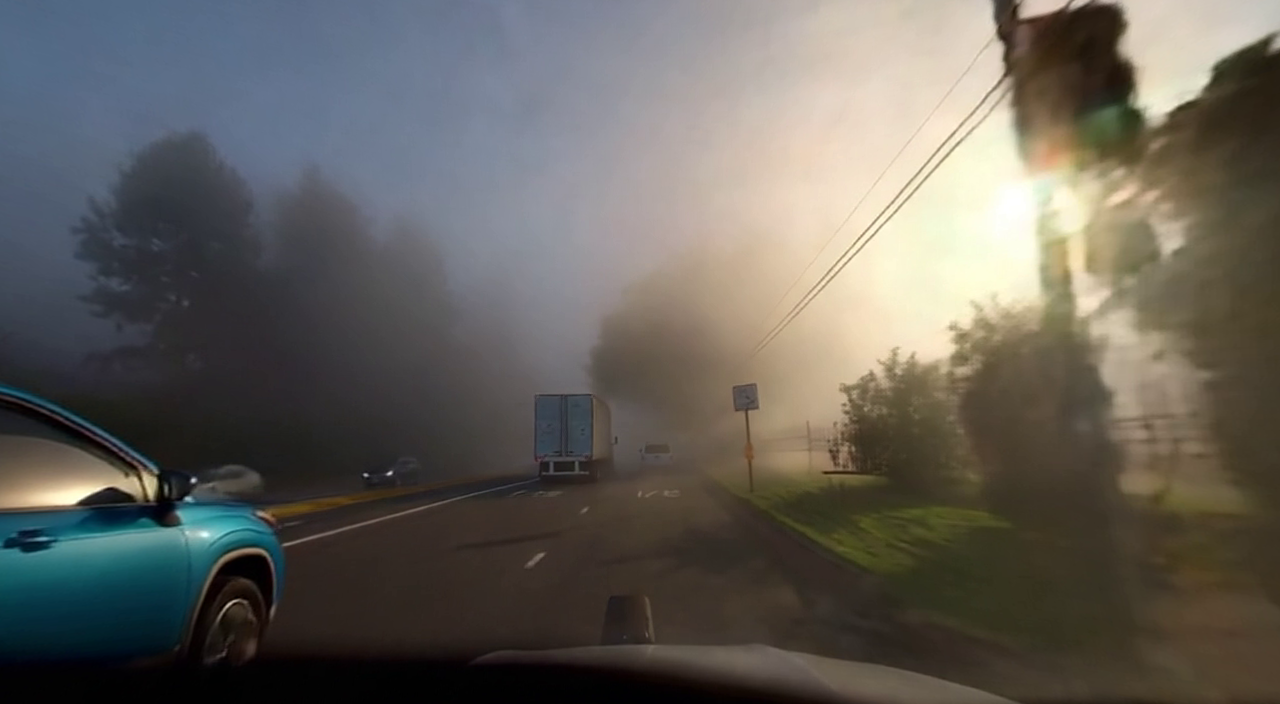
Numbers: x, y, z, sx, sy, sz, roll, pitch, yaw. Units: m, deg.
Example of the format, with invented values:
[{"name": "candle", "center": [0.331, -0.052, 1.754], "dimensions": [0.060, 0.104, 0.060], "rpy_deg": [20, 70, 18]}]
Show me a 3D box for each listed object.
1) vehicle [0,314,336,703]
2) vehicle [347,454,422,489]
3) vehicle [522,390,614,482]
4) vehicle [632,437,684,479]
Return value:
[{"name": "vehicle", "center": [-3.283, 0.793, 2.212], "dimensions": [2.093, 1.832, 4.508], "rpy_deg": [0, -9, 1]}, {"name": "vehicle", "center": [-14.090, 6.583, 35.095], "dimensions": [2.123, 1.789, 4.609], "rpy_deg": [0, -9, 2]}, {"name": "vehicle", "center": [-3.085, 4.050, 29.876], "dimensions": [2.928, 3.658, 8.980], "rpy_deg": [0, -9, 2]}, {"name": "vehicle", "center": [0.786, 4.732, 28.311], "dimensions": [2.174, 1.749, 4.113], "rpy_deg": [0, -9, 1]}]
